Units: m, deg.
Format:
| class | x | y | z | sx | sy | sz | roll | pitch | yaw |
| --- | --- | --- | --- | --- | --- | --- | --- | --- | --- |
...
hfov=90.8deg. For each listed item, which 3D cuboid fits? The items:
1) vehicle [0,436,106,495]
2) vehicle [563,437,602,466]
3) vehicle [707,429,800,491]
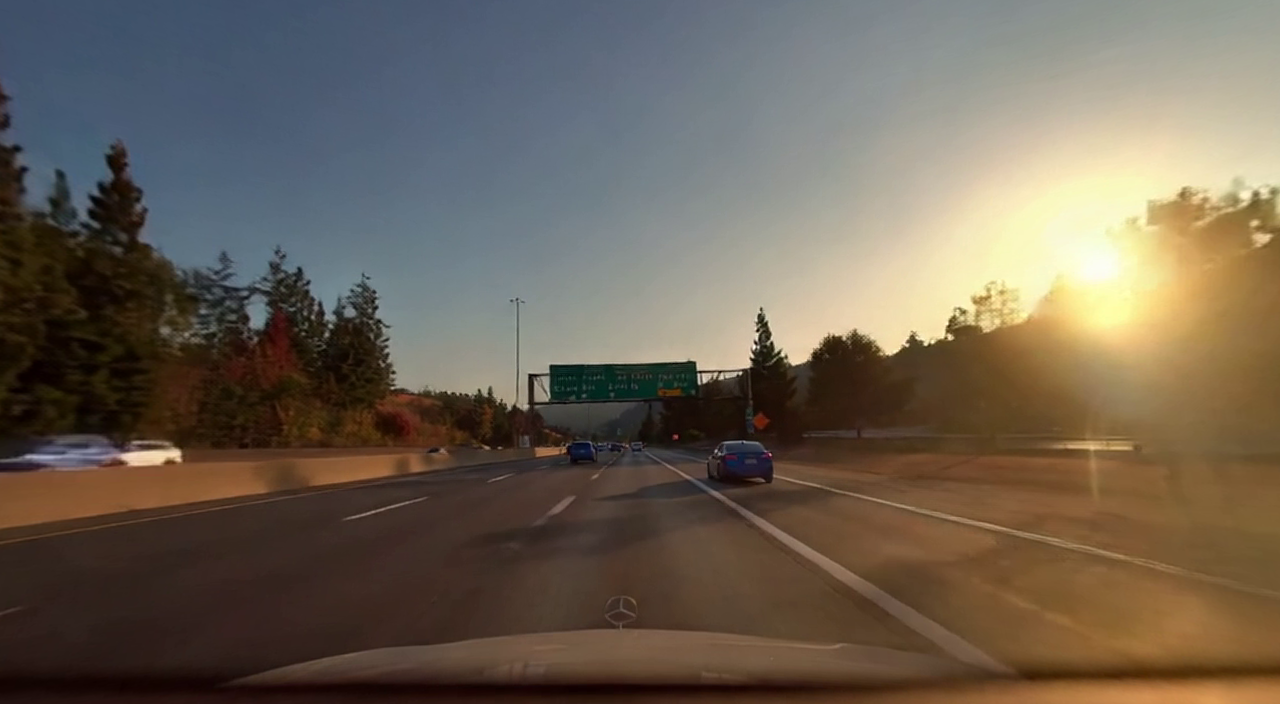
| class | x | y | z | sx | sy | sz | roll | pitch | yaw |
| --- | --- | --- | --- | --- | --- | --- | --- | --- | --- |
| vehicle | -21.489 | 3.857 | 21.729 | 2.123 | 1.862 | 4.696 | 0 | -9 | -1 |
| vehicle | -3.770 | 6.605 | 42.072 | 2.173 | 1.793 | 4.564 | 0 | -9 | 0 |
| vehicle | 3.438 | 3.377 | 19.965 | 2.053 | 1.714 | 4.097 | 0 | -9 | -1 |
